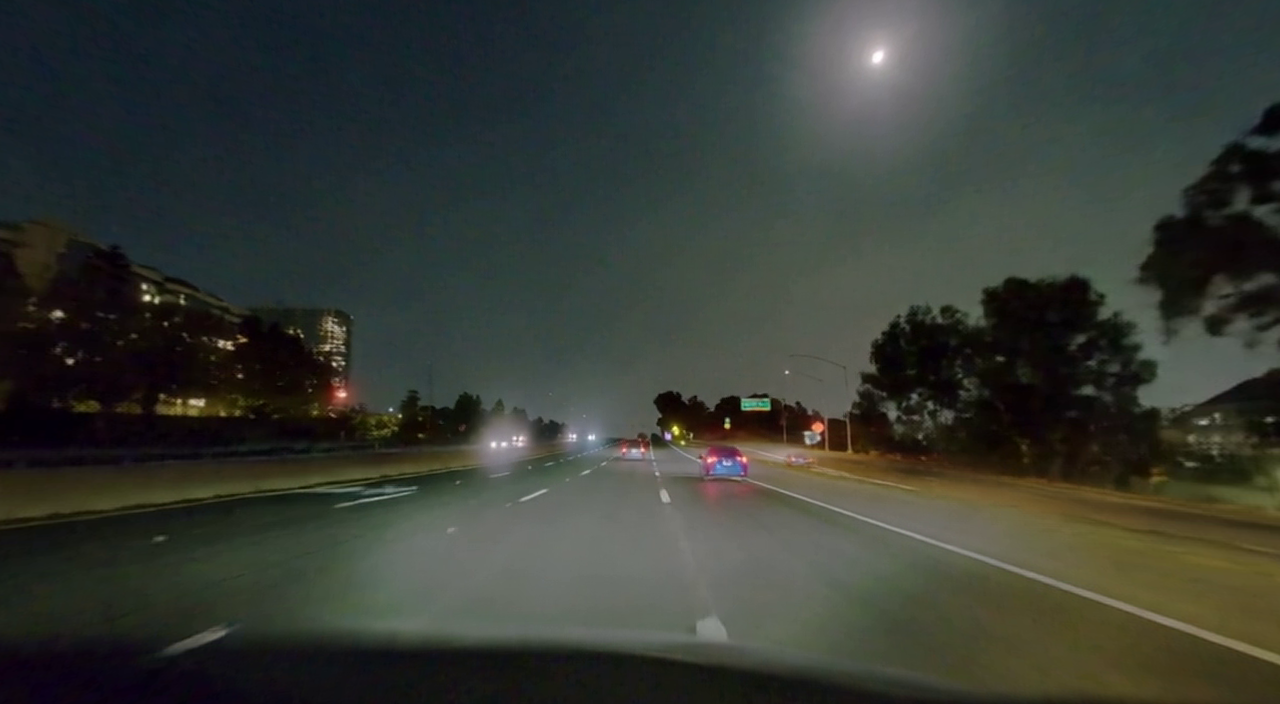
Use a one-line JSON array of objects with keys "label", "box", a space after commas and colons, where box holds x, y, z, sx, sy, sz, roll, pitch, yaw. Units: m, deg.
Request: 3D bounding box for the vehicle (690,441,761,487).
[{"label": "vehicle", "box": [3.094, 4.156, 23.829, 2.029, 1.528, 4.644, 0, -9, 0]}]

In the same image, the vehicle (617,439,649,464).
[{"label": "vehicle", "box": [-0.427, 7.029, 44.680, 2.127, 1.692, 4.382, 0, -9, 1]}]
